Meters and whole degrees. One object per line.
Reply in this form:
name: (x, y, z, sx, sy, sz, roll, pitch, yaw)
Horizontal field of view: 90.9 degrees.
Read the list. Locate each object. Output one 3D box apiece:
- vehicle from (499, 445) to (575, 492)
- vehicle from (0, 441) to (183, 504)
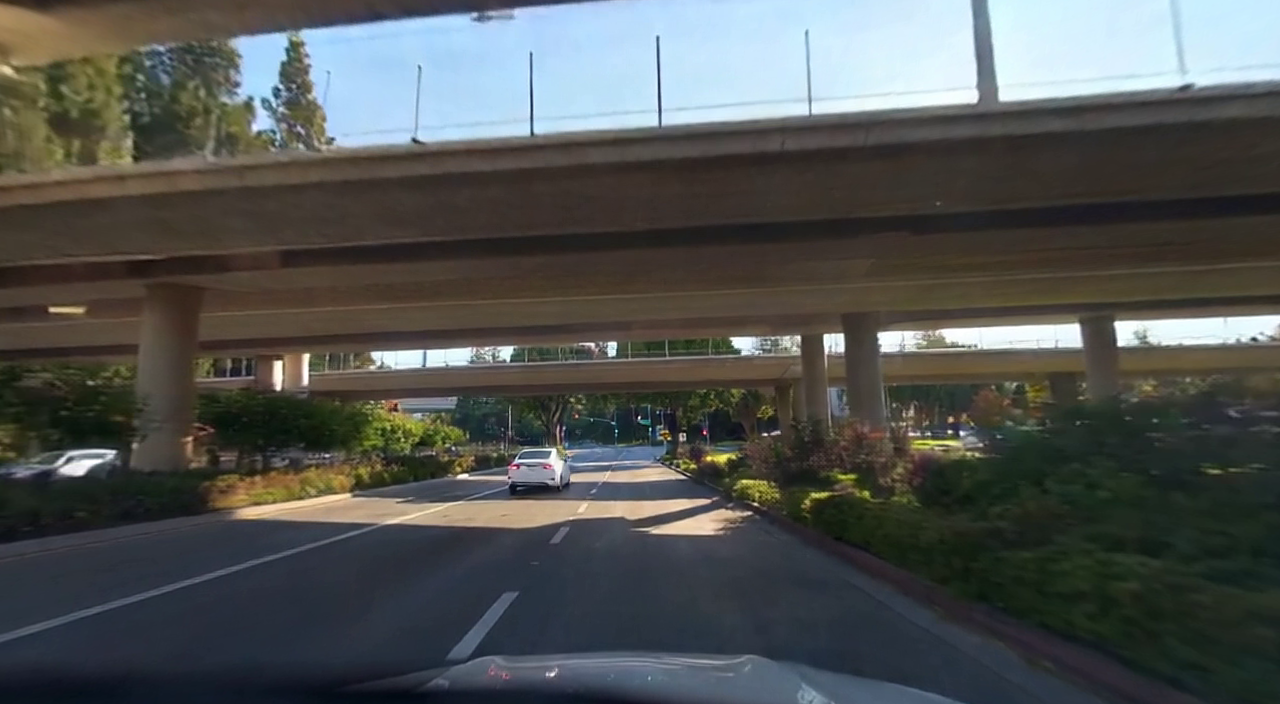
vehicle: (-3.467, 4.020, 22.113, 1.963, 1.460, 4.614, 0, -9, -1)
vehicle: (-18.102, 3.930, 20.986, 2.196, 1.834, 4.766, 0, -9, -1)
